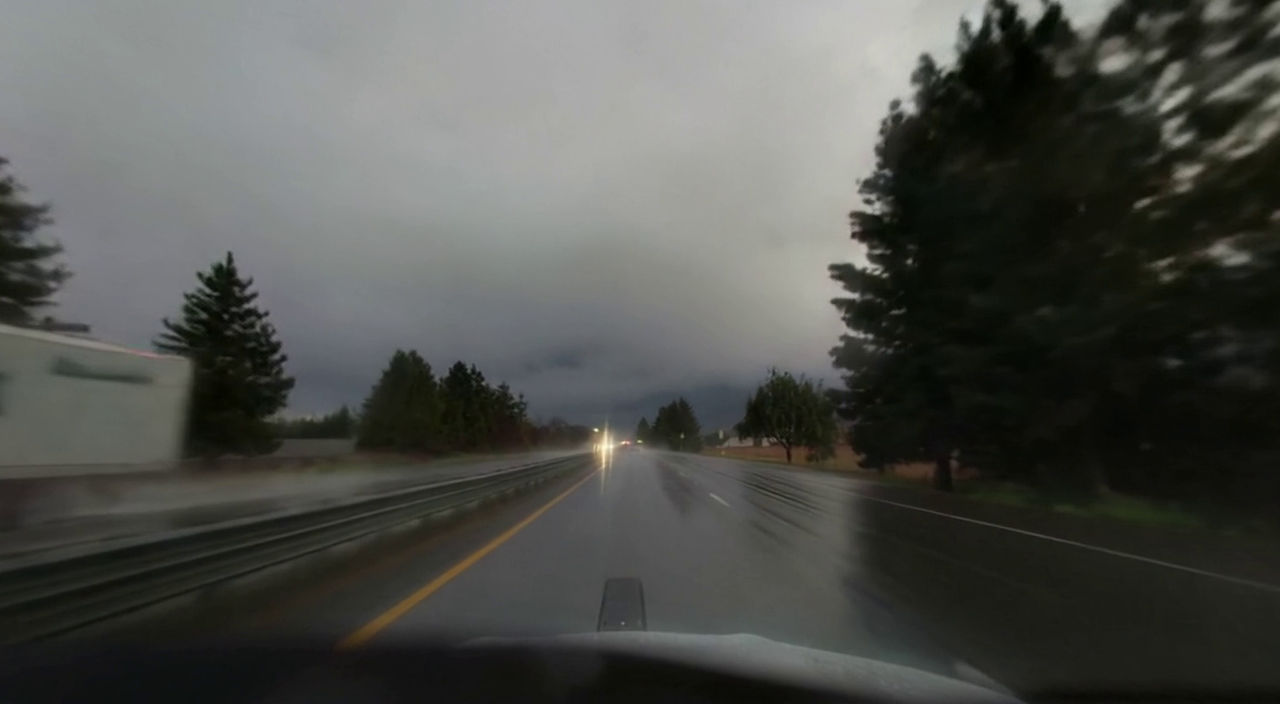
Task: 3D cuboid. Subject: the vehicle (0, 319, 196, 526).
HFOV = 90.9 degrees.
[{"bbox_3d":[-13.506,1.491,12.939,2.809,3.856,7.984,0,-9,0],"label":"vehicle"}]
